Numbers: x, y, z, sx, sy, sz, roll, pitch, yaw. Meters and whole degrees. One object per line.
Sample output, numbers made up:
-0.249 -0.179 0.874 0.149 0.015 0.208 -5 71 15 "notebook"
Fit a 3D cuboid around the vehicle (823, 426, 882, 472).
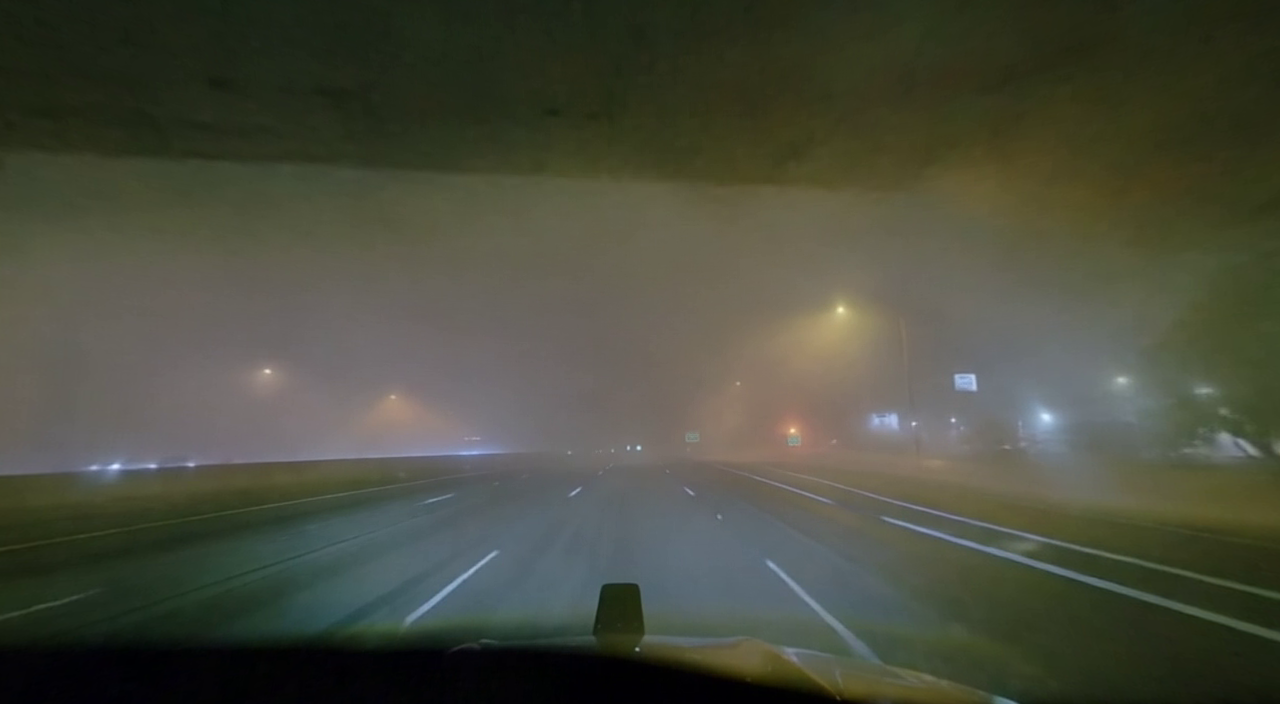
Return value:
13.531 6.242 40.457 2.789 2.778 3.541 -1 -9 6 "vehicle"
